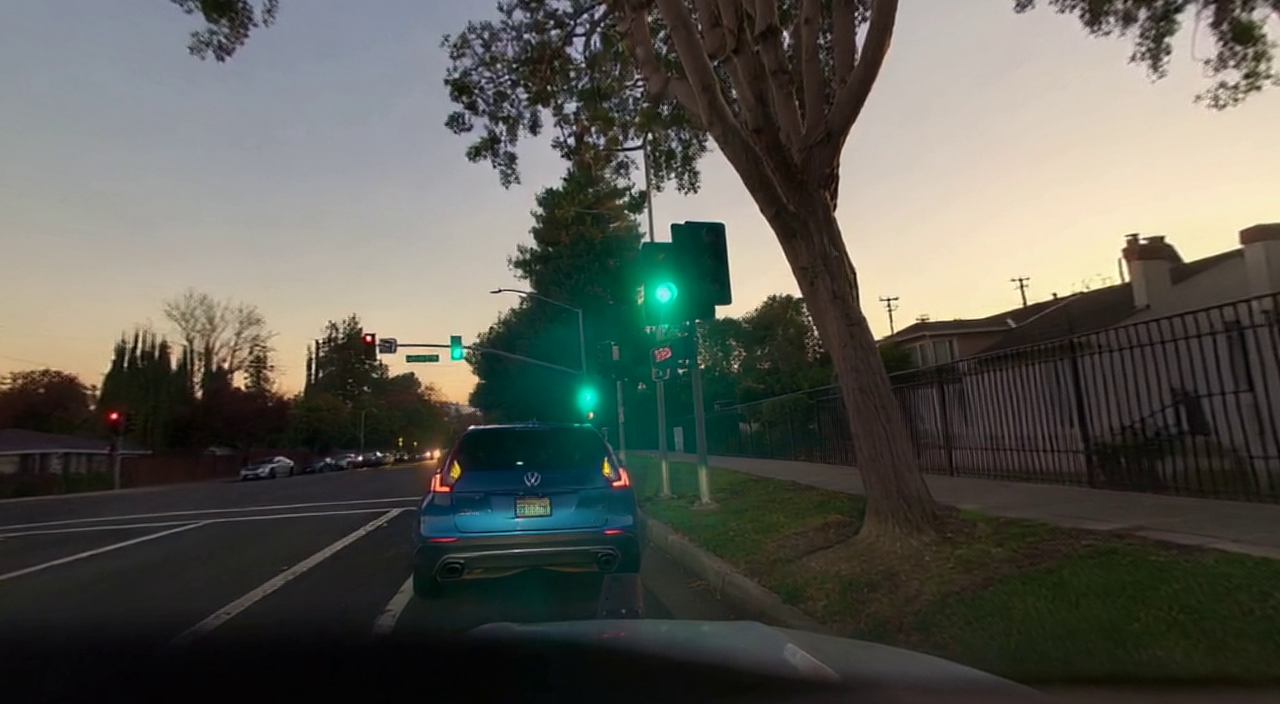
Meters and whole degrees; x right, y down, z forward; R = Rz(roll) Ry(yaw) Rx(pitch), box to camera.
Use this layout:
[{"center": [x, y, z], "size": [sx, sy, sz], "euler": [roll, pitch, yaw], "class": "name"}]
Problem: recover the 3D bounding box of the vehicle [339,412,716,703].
[{"center": [-0.906, 1.369, 5.357], "size": [2.024, 1.502, 3.702], "euler": [1, -9, -11], "class": "vehicle"}]
